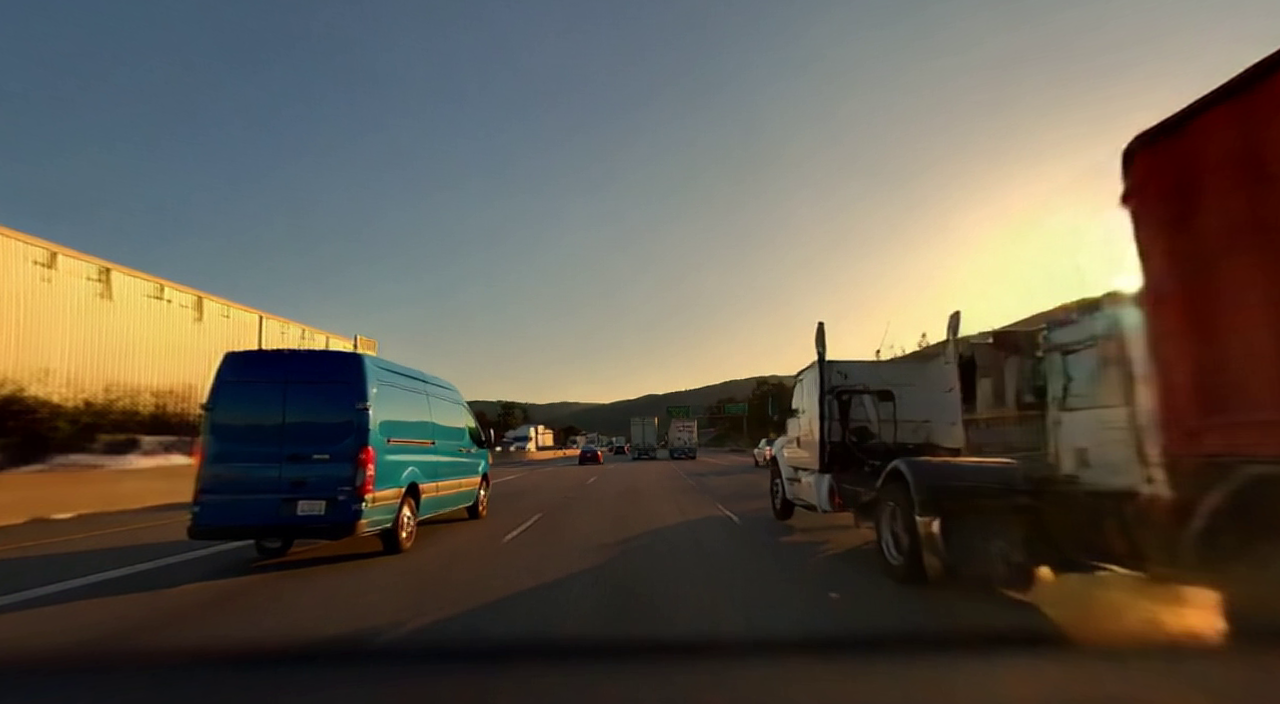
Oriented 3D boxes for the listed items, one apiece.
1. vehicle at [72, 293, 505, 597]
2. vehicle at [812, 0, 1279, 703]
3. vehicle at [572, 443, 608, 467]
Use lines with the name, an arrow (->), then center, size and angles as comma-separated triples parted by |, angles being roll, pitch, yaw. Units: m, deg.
vehicle -> -3.996, 1.331, 9.358 | 2.557, 2.855, 6.674 | 0, -9, -1
vehicle -> 3.966, -0.395, 1.874 | 2.951, 3.974, 13.340 | 0, -9, -1
vehicle -> -3.362, 6.981, 43.052 | 2.024, 1.472, 4.014 | -1, -9, 1
